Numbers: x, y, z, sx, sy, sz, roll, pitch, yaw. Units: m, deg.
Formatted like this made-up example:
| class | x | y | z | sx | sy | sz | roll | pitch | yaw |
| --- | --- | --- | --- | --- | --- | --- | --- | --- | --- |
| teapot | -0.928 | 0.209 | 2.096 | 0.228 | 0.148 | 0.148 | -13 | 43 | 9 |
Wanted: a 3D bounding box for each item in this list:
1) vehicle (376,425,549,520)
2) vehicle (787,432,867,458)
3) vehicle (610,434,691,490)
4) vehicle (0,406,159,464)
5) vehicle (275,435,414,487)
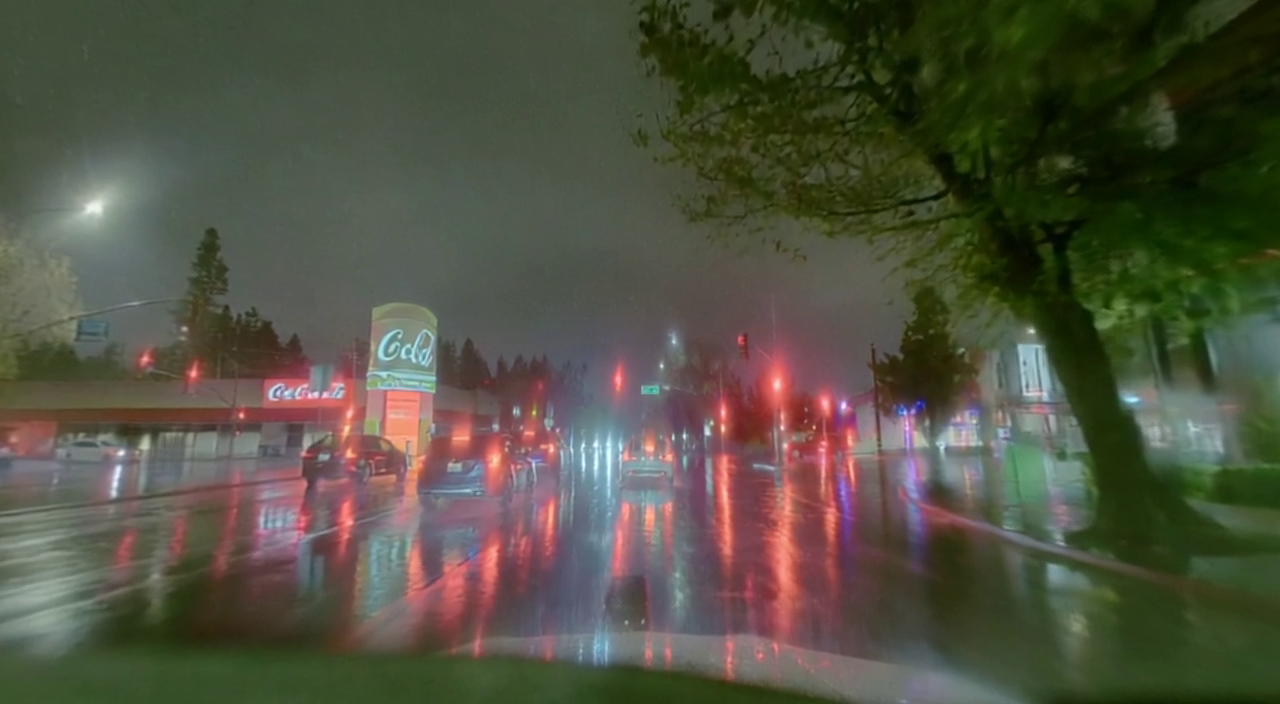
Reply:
| class | x | y | z | sx | sy | sz | roll | pitch | yaw |
| --- | --- | --- | --- | --- | --- | --- | --- | --- | --- |
| vehicle | -3.222 | 2.288 | 12.494 | 2.029 | 1.517 | 4.375 | 0 | -9 | 2 |
| vehicle | 13.250 | 6.638 | 44.836 | 5.032 | 1.762 | 1.982 | 0 | -9 | 0 |
| vehicle | 0.380 | 3.345 | 19.573 | 2.258 | 1.507 | 3.896 | -1 | -8 | 3 |
| vehicle | -46.088 | 6.472 | 48.673 | 14.685 | 4.167 | 2.923 | -1 | -8 | -5 |
| vehicle | -9.413 | 3.509 | 20.621 | 2.096 | 1.474 | 4.585 | 0 | -9 | 4 |
